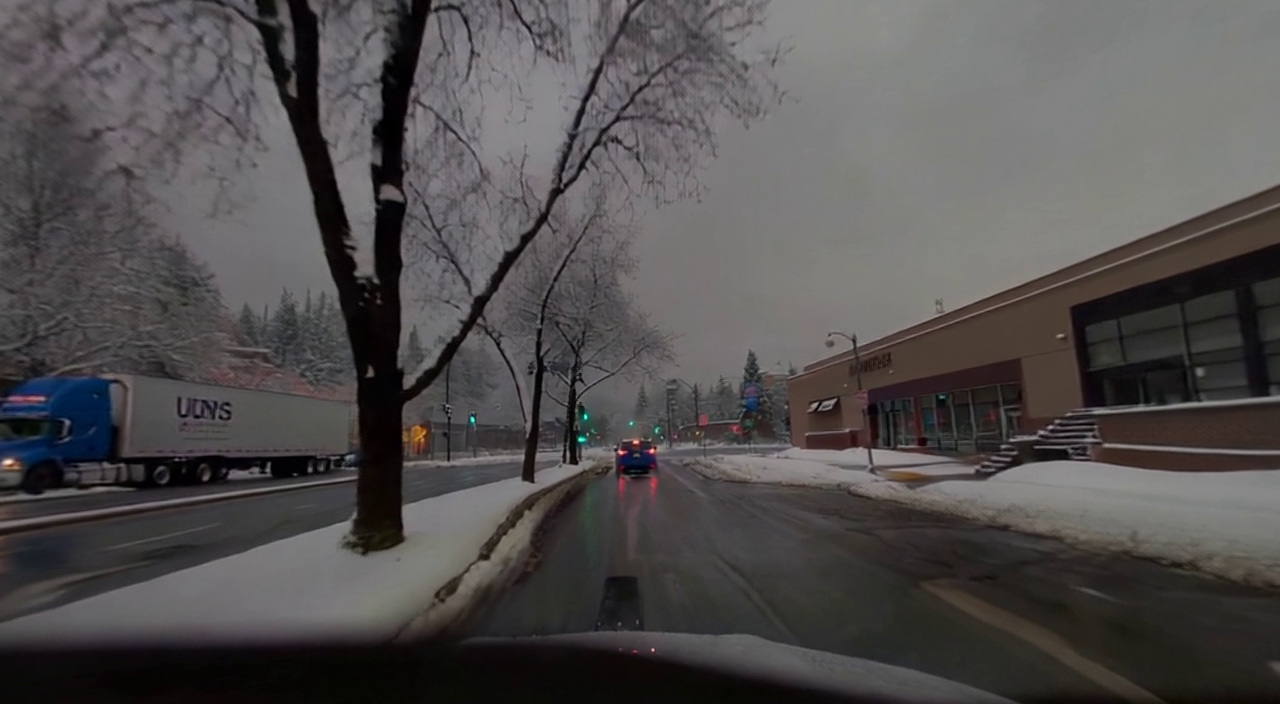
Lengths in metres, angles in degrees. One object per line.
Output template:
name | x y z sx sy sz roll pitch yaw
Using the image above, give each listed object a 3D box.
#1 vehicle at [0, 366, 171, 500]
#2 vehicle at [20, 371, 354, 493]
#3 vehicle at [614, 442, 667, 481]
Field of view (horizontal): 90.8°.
vehicle | -19.980 2.719 20.961 3.045 3.961 6.104 -3 -9 18
vehicle | -17.866 3.506 26.879 2.792 4.025 11.784 -3 -9 20
vehicle | 0.090 4.432 25.851 2.006 1.470 3.799 0 -8 2
